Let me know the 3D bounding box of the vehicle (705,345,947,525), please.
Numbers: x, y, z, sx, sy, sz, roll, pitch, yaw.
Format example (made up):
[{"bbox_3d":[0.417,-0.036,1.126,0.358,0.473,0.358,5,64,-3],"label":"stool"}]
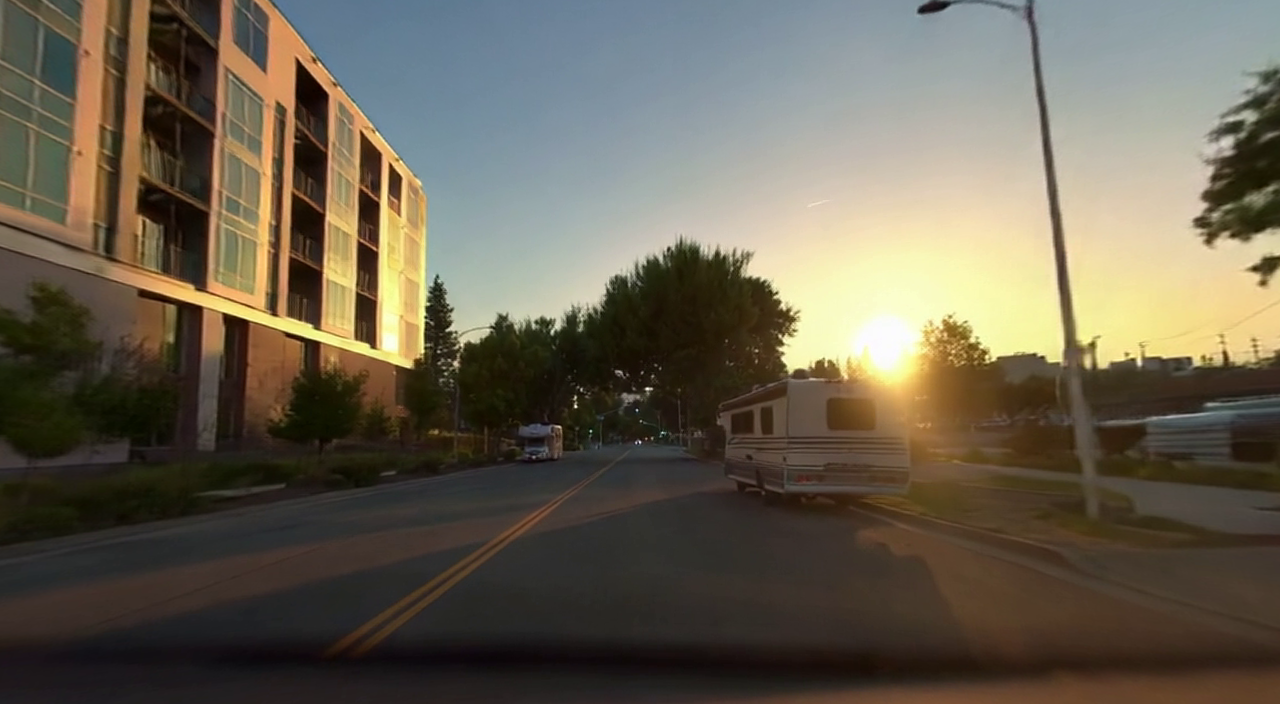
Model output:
[{"bbox_3d":[3.716,2.006,15.468,3.074,3.099,8.805,1,-7,-1],"label":"vehicle"}]

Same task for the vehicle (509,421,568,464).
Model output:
[{"bbox_3d":[-7.122,6.487,45.463,3.108,2.771,7.999,0,-8,-1],"label":"vehicle"}]
